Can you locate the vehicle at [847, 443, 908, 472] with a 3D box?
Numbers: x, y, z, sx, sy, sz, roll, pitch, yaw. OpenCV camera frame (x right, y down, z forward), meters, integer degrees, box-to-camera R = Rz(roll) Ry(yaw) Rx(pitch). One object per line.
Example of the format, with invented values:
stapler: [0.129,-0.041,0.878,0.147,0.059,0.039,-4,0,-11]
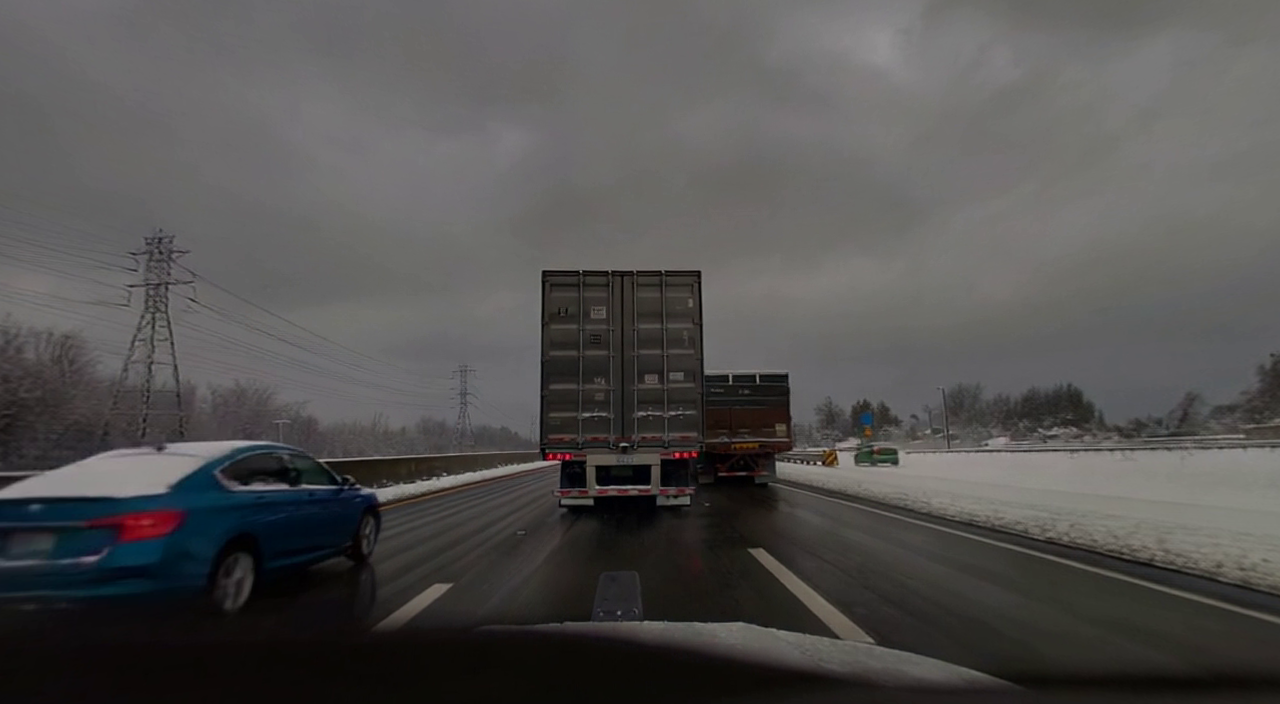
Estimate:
vehicle: [12.768,5.706,34.280,1.766,1.452,3.703,0,-9,-2]

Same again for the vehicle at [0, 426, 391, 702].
vehicle: [-4.182,1.497,5.756,1.993,1.475,4.540,0,-9,0]

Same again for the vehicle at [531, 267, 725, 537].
vehicle: [-0.172,1.584,15.559,2.841,4.071,12.046,0,-9,0]
